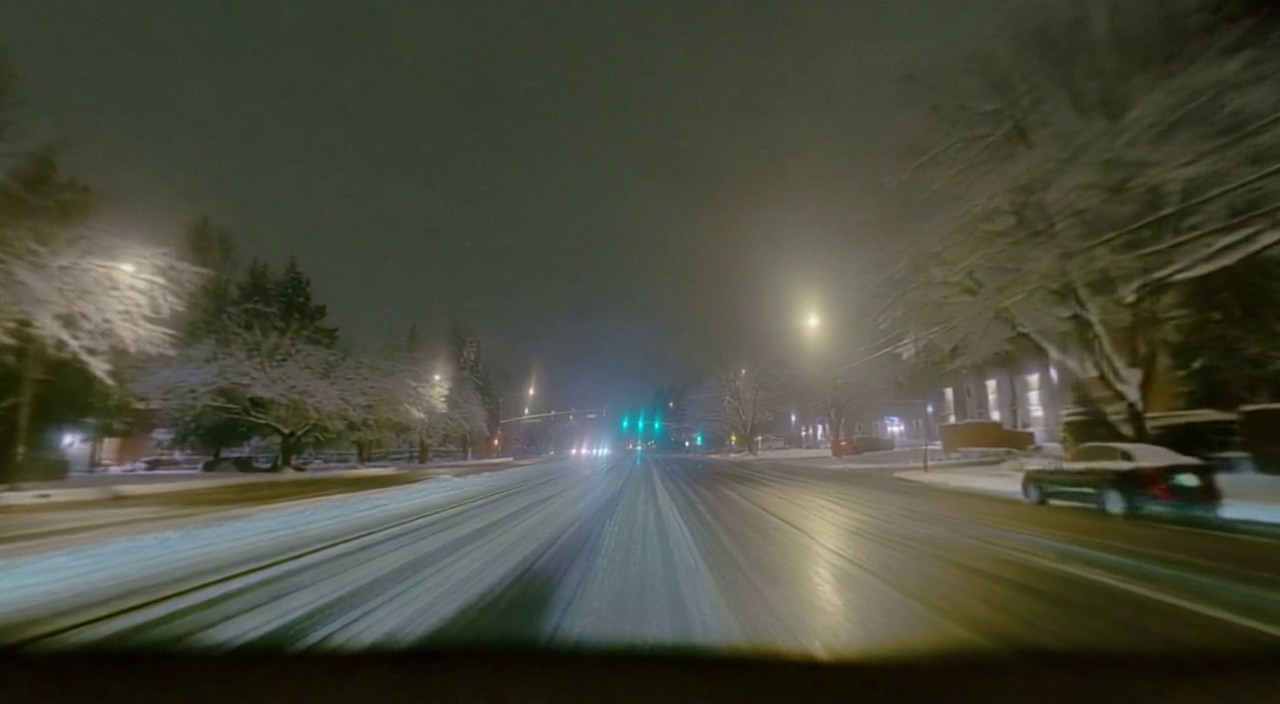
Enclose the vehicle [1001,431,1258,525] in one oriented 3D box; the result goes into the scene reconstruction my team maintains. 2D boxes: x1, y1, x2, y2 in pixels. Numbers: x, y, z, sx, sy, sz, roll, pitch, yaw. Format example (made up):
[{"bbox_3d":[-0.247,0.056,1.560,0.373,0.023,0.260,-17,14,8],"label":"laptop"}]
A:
[{"bbox_3d":[10.374,2.672,14.034,2.044,1.705,4.668,0,-9,2],"label":"vehicle"}]
